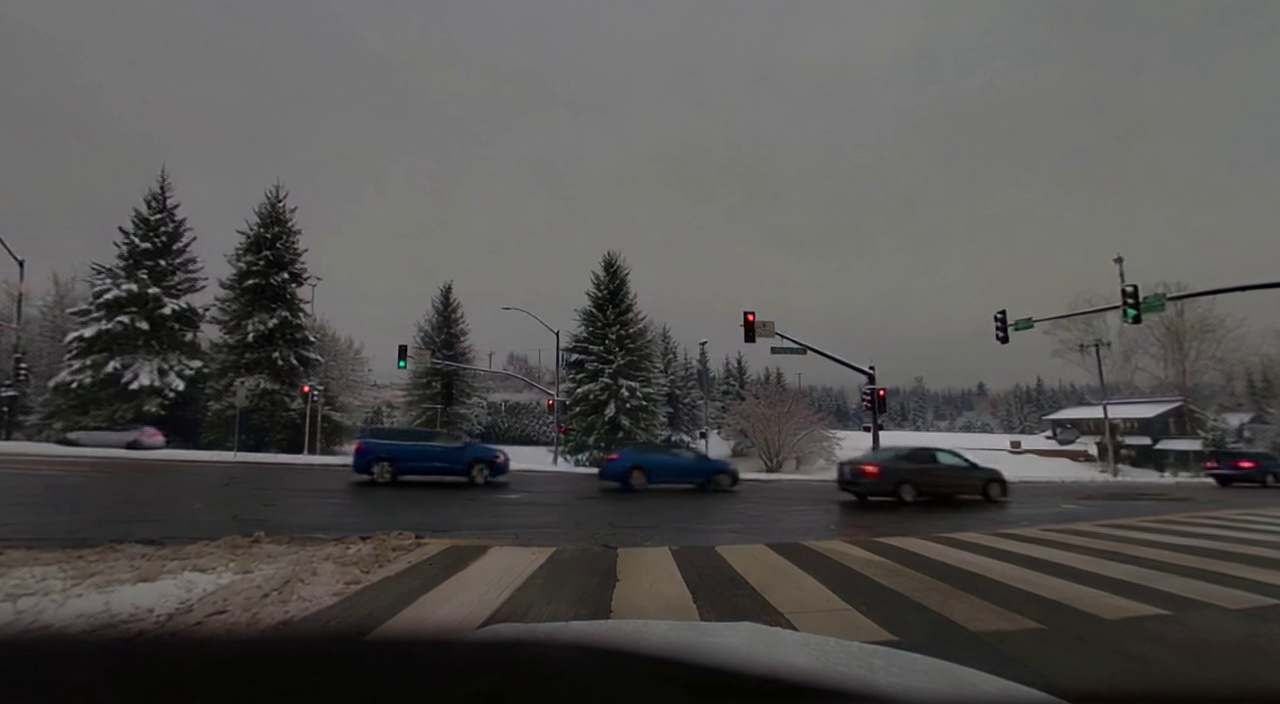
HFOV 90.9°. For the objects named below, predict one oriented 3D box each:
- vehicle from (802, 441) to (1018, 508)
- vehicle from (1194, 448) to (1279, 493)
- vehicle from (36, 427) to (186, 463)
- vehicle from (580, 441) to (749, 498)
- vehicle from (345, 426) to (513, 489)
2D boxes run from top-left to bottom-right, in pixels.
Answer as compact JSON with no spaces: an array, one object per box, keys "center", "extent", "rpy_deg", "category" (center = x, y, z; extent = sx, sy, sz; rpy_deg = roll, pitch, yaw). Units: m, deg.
[{"center":[6.858,3.052,16.100],"extent":[4.952,1.511,1.855],"rpy_deg":[2,-9,-17],"category":"vehicle"},{"center":[26.000,4.914,26.442],"extent":[4.626,1.710,1.891],"rpy_deg":[3,-9,-18],"category":"vehicle"},{"center":[-22.454,3.973,26.985],"extent":[4.431,1.464,1.812],"rpy_deg":[3,-9,-18],"category":"vehicle"},{"center":[0.675,3.328,18.242],"extent":[4.475,1.496,1.861],"rpy_deg":[3,-9,-17],"category":"vehicle"},{"center":[-6.539,3.291,19.905],"extent":[4.708,1.810,1.986],"rpy_deg":[3,-9,-18],"category":"vehicle"}]
